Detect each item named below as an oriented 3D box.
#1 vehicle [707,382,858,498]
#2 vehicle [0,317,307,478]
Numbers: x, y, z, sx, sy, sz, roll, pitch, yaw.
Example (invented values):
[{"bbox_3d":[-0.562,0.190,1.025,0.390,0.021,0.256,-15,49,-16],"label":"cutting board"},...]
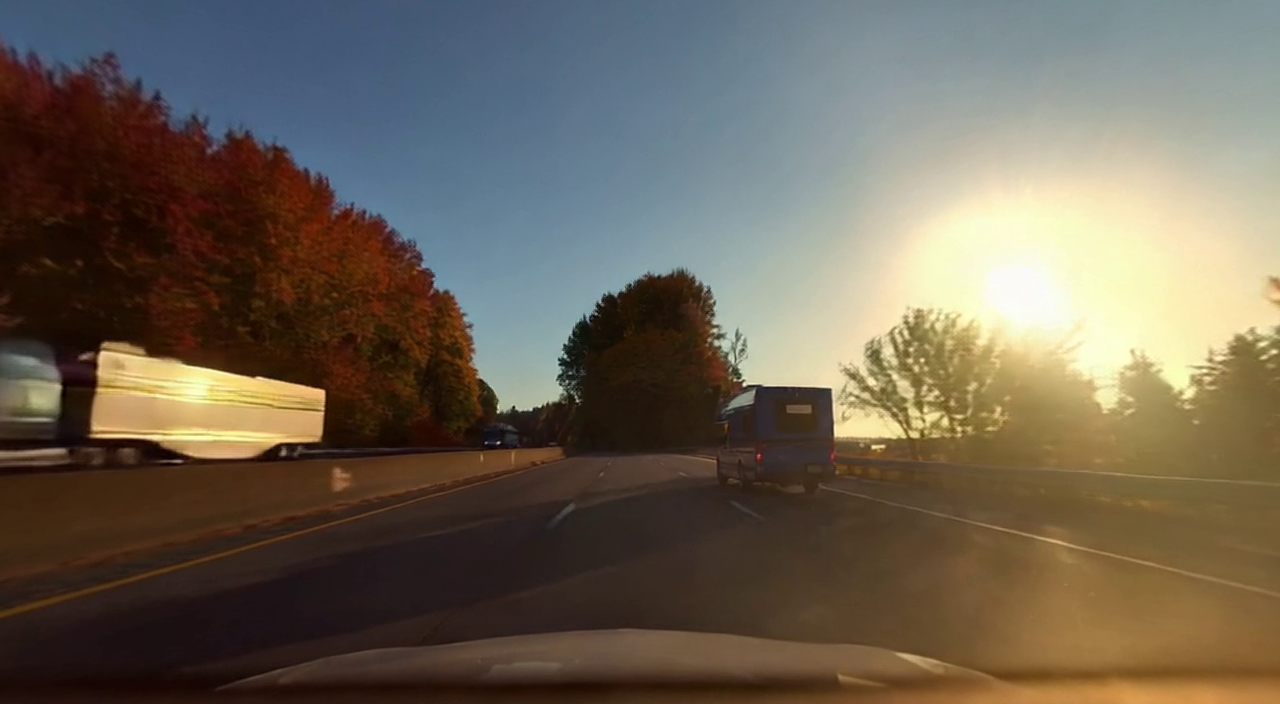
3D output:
[{"bbox_3d":[3.922,2.662,19.242,2.815,2.876,7.101,0,-8,-1],"label":"vehicle"},{"bbox_3d":[-18.824,2.178,23.780,3.271,4.223,17.609,0,-8,-1],"label":"vehicle"}]
